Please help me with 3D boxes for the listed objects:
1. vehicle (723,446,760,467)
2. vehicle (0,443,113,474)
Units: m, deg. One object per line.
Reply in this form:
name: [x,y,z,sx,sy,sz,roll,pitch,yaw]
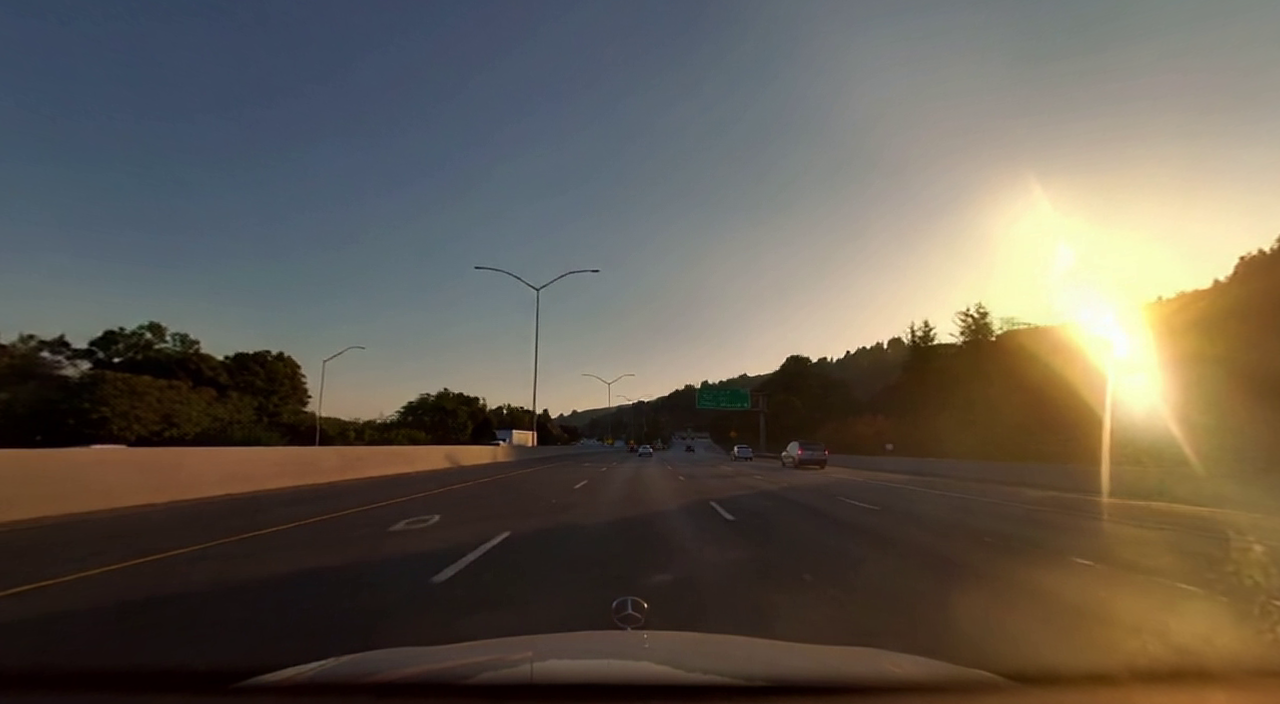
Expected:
vehicle: [7.691,7.947,48.106,2.056,1.465,4.304,0,-8,-1]
vehicle: [-28.882,5.232,31.167,1.782,1.430,4.357,0,-8,0]
